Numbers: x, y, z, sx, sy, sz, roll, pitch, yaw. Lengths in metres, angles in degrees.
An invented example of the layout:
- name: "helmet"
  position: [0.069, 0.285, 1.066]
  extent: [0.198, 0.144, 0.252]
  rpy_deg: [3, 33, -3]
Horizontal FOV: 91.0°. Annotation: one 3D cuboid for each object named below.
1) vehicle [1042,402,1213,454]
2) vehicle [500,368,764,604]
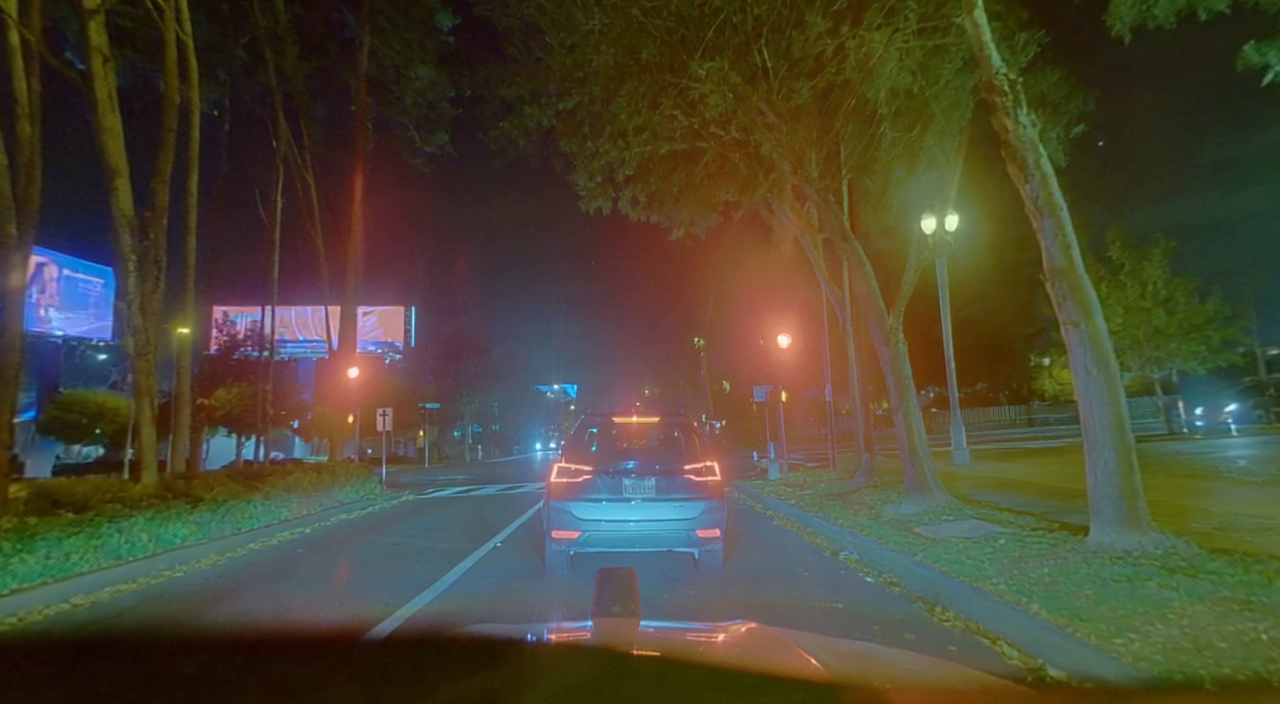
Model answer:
- name: "vehicle"
  position: [15.266, 2.447, 19.947]
  extent: [3.750, 1.502, 1.781]
  rpy_deg: [-2, -8, 13]
- name: "vehicle"
  position: [-0.065, 1.362, 7.135]
  extent: [2.142, 1.904, 3.816]
  rpy_deg: [-1, -8, 0]
